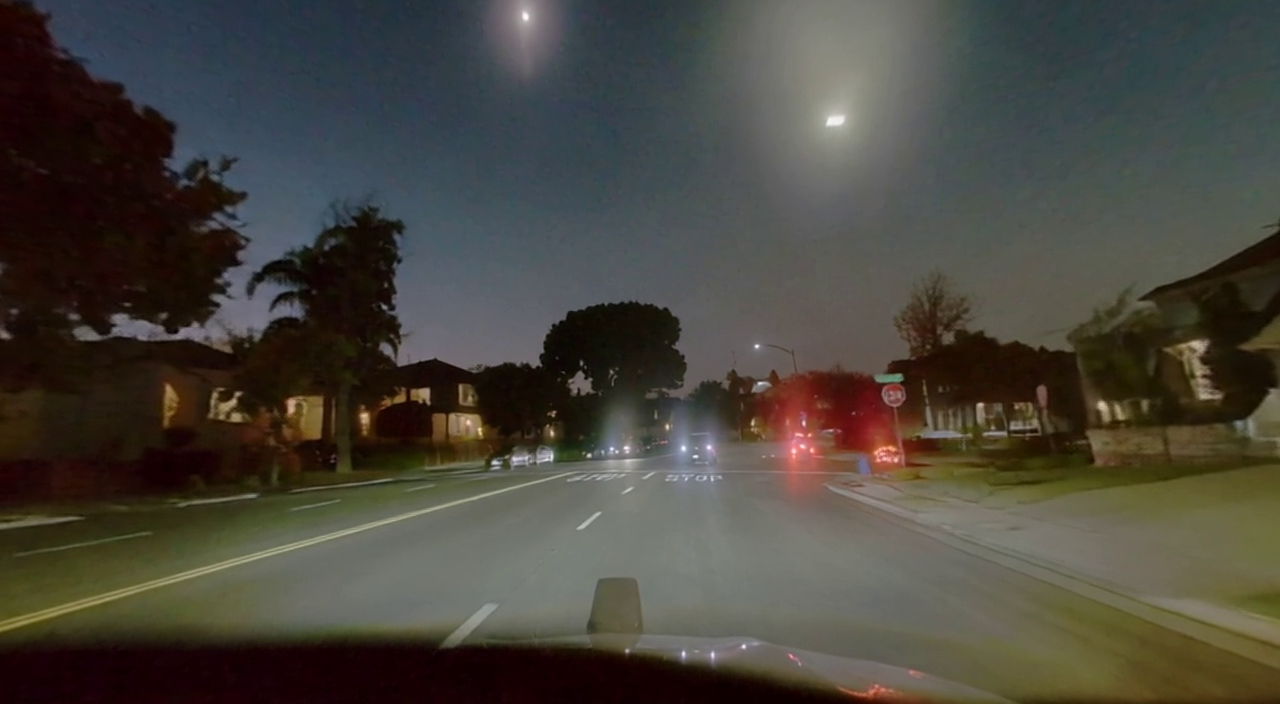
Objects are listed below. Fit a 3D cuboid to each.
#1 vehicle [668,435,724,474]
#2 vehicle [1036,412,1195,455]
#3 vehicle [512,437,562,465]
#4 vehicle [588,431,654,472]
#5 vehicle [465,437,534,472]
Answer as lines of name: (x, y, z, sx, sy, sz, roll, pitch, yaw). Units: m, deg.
vehicle: (2.381, 4.191, 25.873, 1.955, 1.459, 4.383, -1, -9, 9)
vehicle: (20.598, 3.614, 27.527, 4.989, 1.564, 2.007, -4, -13, 15)
vehicle: (-7.615, 7.409, 47.035, 2.076, 1.864, 4.730, -4, -9, 11)
vehicle: (-0.745, 4.485, 28.452, 2.178, 1.695, 4.339, -2, -9, 10)
vehicle: (-9.081, 6.672, 41.351, 2.191, 1.980, 5.888, -5, -9, 11)
